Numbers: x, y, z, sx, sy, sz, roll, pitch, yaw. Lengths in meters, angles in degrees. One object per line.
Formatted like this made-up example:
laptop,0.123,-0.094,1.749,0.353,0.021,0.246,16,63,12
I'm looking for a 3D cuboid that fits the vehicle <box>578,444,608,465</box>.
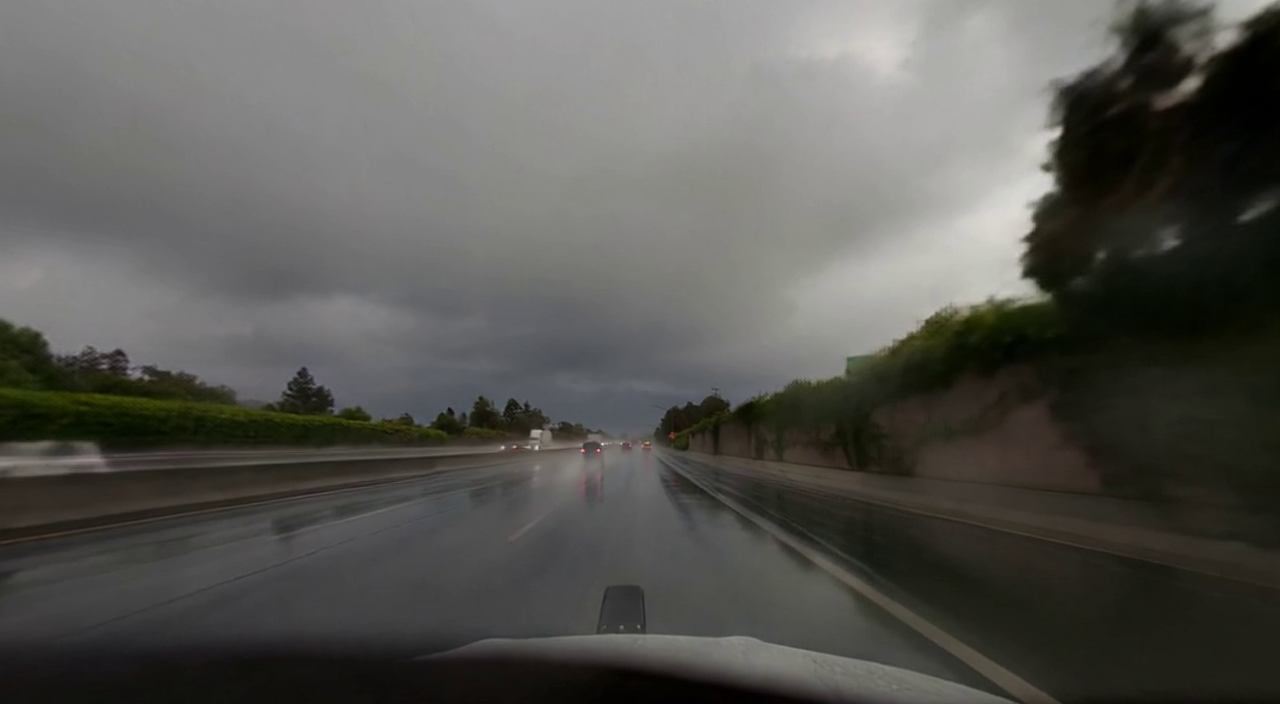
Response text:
vehicle,-3.504,7.710,47.498,1.921,1.536,3.920,0,-9,0
